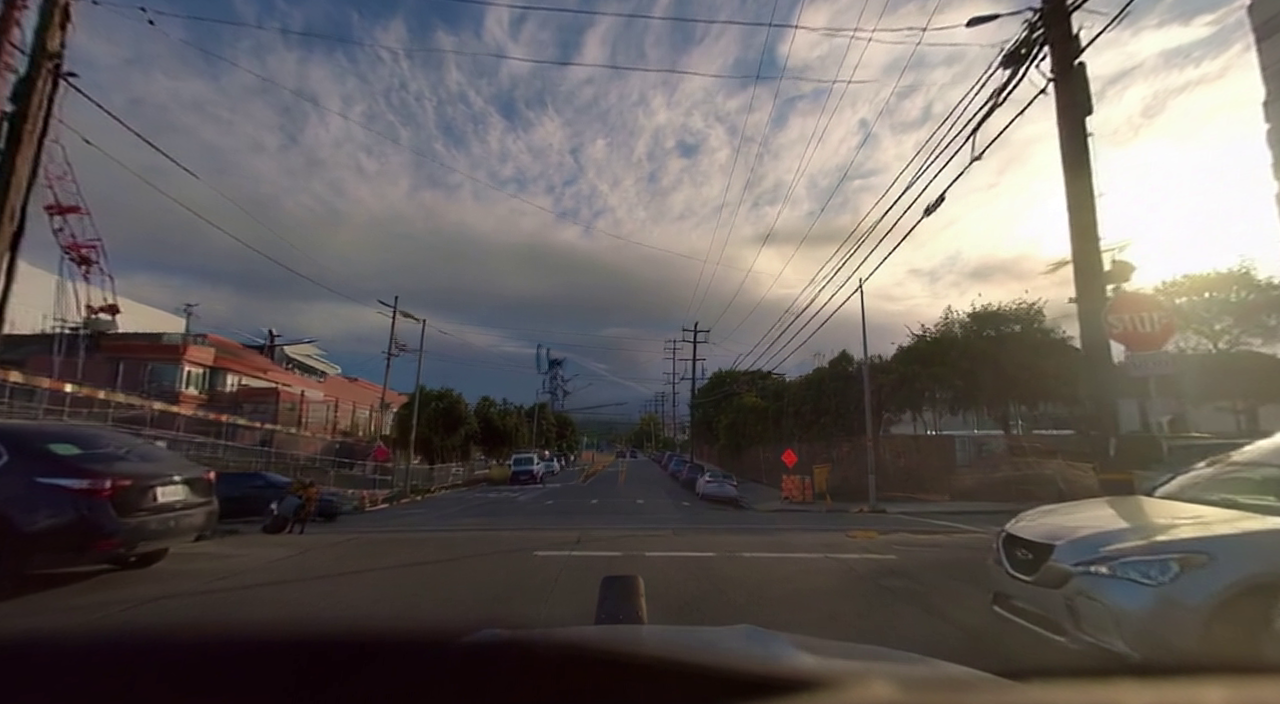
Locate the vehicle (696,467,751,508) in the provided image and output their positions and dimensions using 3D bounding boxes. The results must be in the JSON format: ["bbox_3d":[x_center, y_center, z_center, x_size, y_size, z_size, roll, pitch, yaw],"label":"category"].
[{"bbox_3d":[4.128,6.800,32.031,2.007,1.804,4.136,0,-9,-3],"label":"vehicle"}]

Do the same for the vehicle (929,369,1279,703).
[{"bbox_3d":[4.505,1.105,3.894,4.416,1.750,2.011,0,-8,-3],"label":"vehicle"}]

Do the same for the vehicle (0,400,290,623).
[{"bbox_3d":[-6.550,1.305,6.037,5.025,1.648,2.055,4,-11,-1],"label":"vehicle"}]
